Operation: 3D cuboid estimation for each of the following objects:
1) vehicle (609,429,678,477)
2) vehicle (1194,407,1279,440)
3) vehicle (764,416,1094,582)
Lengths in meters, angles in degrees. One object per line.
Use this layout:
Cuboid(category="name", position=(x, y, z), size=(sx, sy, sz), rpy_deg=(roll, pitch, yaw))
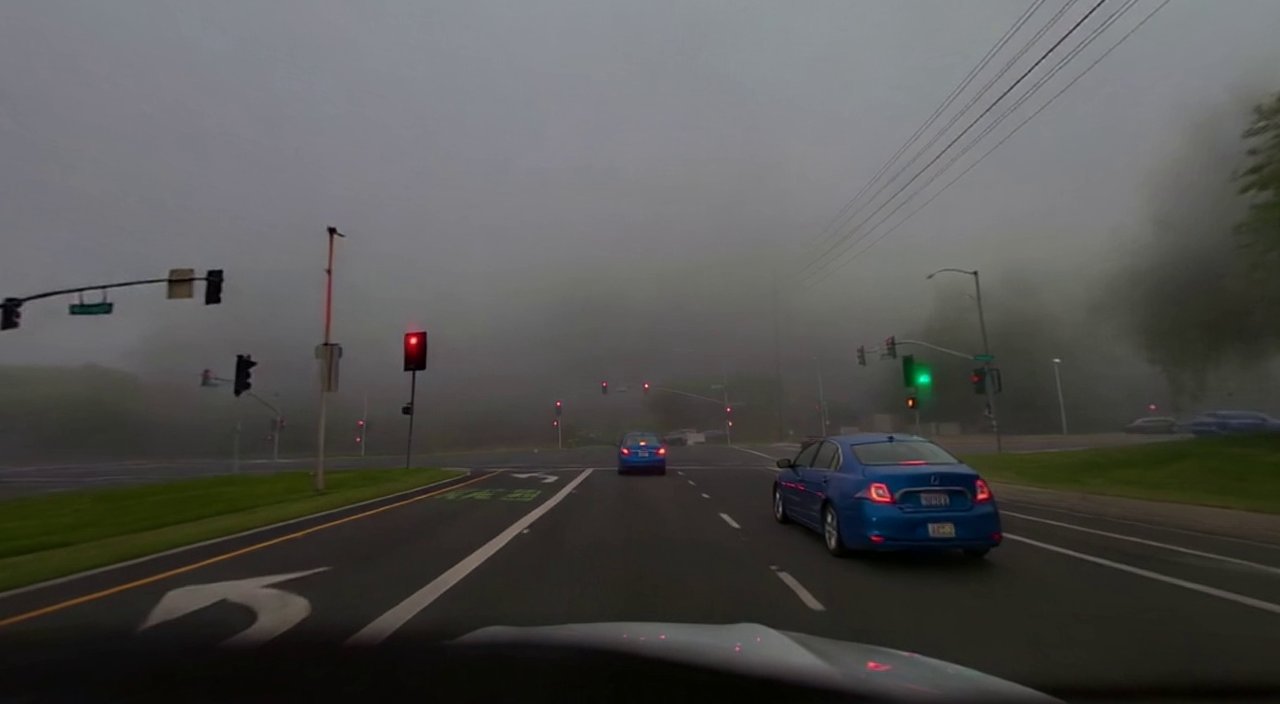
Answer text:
Cuboid(category="vehicle", position=(0.121, 3.389, 21.297), size=(2.110, 1.466, 3.860), rpy_deg=(0, -8, 0))
Cuboid(category="vehicle", position=(38.700, 4.527, 39.669), size=(5.668, 1.925, 2.384), rpy_deg=(1, -8, -5))
Cuboid(category="vehicle", position=(2.982, 1.619, 7.779), size=(2.004, 1.448, 4.263), rpy_deg=(0, -8, -1))
